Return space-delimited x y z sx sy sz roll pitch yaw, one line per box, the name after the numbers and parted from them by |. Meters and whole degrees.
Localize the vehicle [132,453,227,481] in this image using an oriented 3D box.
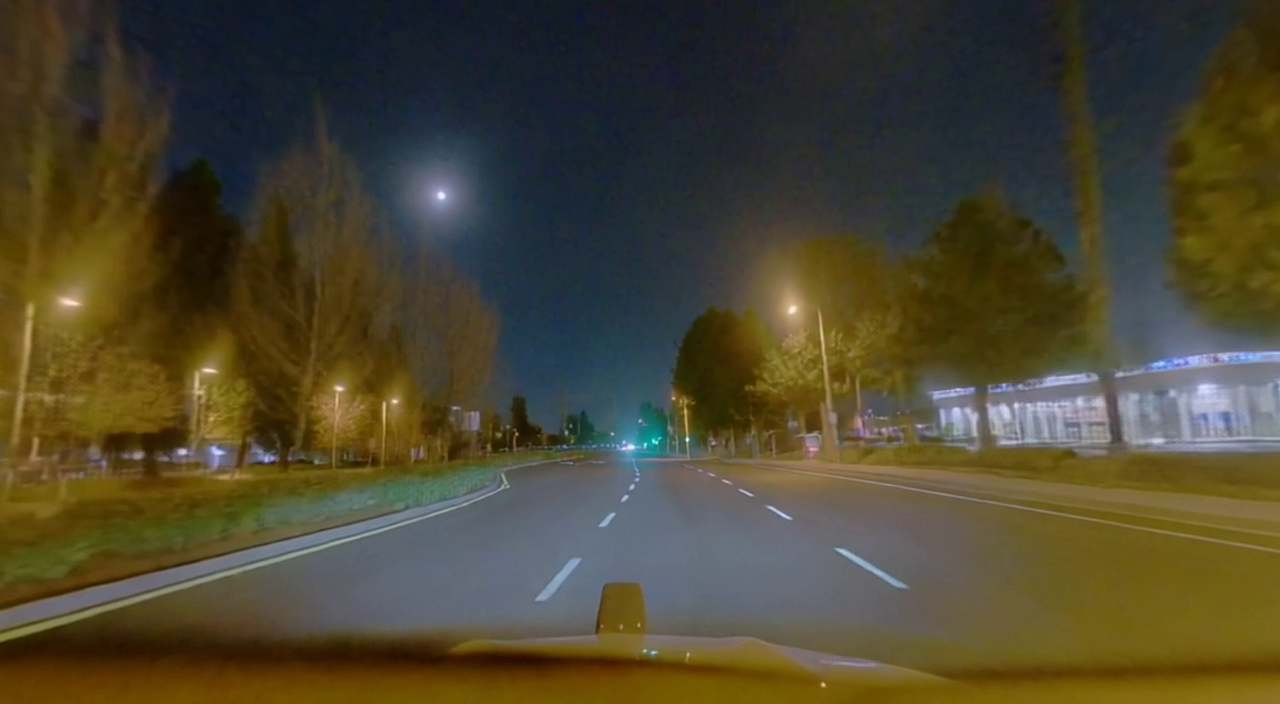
-34.942 8.714 47.915 2.510 1.873 5.815 -1 -9 6 | vehicle
